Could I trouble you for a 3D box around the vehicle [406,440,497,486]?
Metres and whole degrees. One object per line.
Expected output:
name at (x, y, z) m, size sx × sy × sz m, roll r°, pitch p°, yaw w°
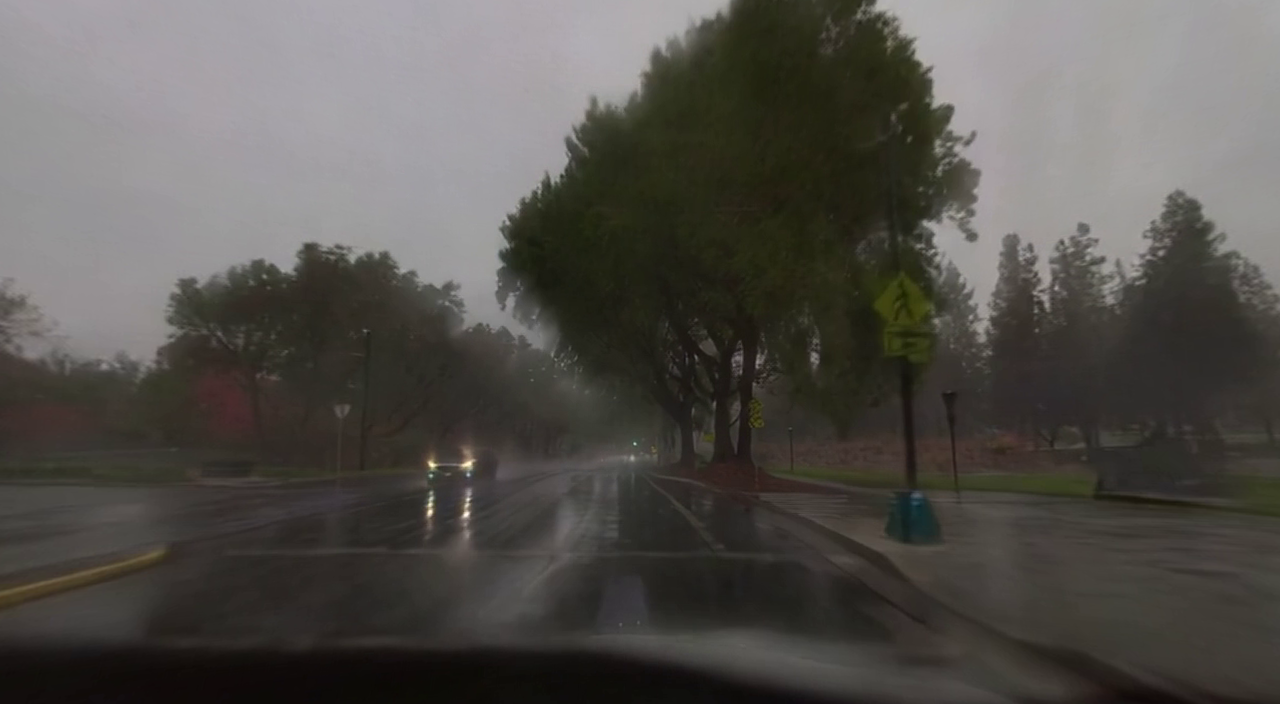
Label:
vehicle at (-7.677, 4.556, 26.290) m, size 2.036 × 1.686 × 4.780 m, roll -1°, pitch -8°, yaw 3°
